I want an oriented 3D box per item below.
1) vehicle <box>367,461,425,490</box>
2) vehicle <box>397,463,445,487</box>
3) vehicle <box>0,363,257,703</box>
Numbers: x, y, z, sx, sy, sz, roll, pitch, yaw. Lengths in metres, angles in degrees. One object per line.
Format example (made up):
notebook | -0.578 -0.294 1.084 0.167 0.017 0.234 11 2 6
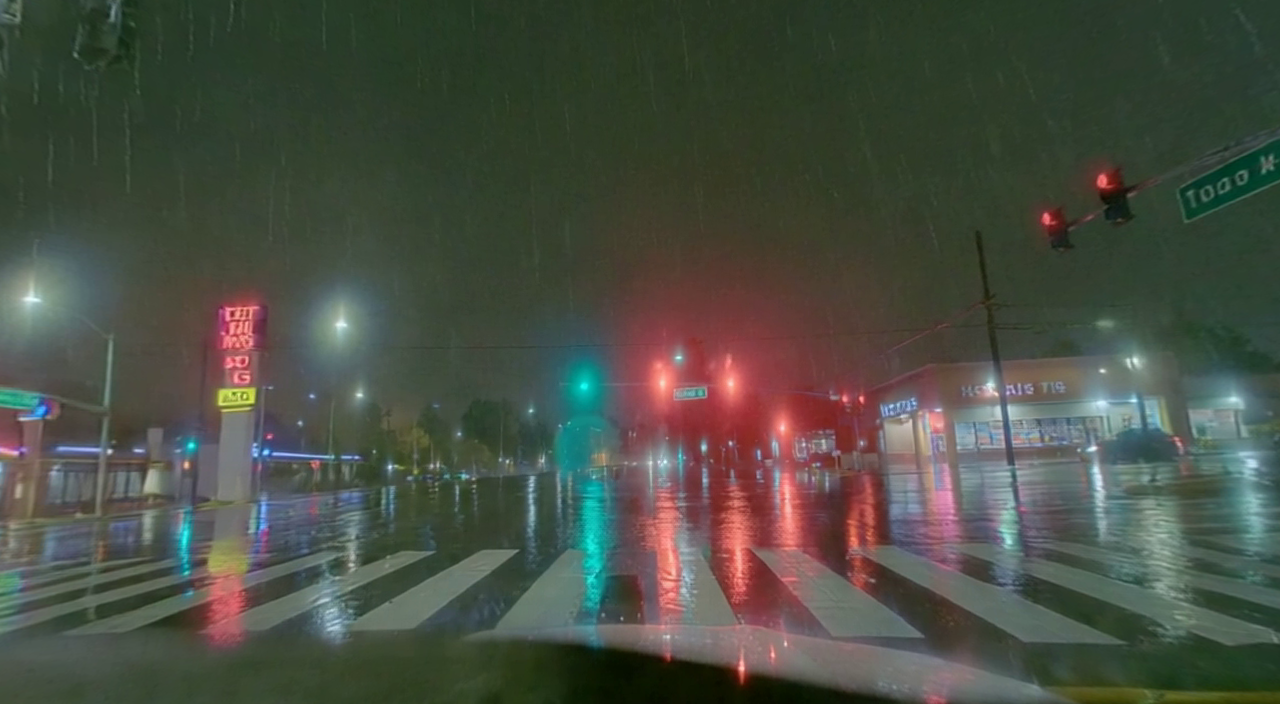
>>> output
vehicle | -19.210 9.708 49.826 2.227 2.033 5.614 0 -9 1
vehicle | -15.742 8.827 45.417 1.931 1.471 4.152 0 -9 1
vehicle | -3.410 0.739 1.412 2.081 1.644 4.523 0 -9 3
